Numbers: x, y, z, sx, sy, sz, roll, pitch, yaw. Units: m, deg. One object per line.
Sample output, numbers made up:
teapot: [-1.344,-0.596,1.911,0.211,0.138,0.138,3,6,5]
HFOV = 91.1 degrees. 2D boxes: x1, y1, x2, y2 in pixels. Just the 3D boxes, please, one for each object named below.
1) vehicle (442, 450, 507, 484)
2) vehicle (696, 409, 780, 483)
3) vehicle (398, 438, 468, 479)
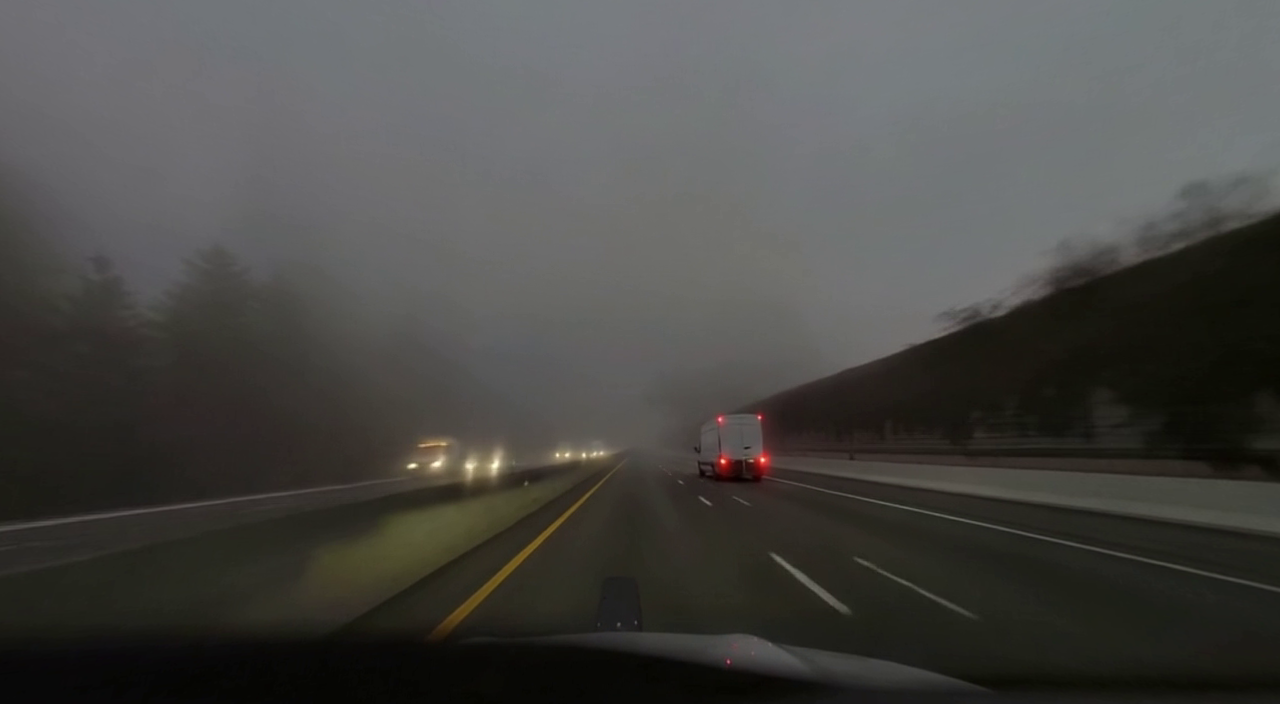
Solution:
vehicle: [-8.355,5.813,32.160,2.157,1.583,4.227,0,-9,1]
vehicle: [4.072,4.128,27.574,2.449,2.805,6.763,0,-9,-1]
vehicle: [-12.981,6.711,39.922,2.364,2.387,6.068,0,-9,0]
